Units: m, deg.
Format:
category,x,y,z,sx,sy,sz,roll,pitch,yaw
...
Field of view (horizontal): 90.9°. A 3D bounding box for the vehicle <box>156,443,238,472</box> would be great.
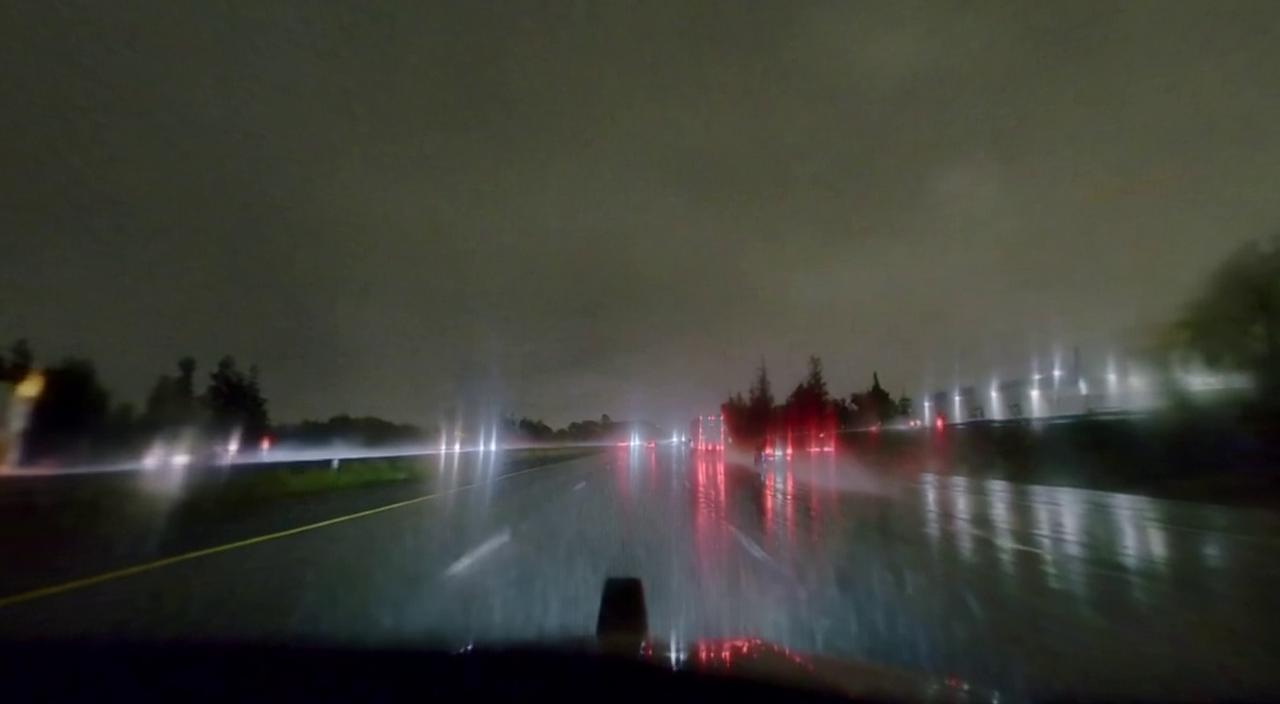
category,x,y,z,sx,sy,sz,roll,pitch,yaw
vehicle,-27.805,6.621,39.753,1.887,1.670,4.386,-1,-8,1
